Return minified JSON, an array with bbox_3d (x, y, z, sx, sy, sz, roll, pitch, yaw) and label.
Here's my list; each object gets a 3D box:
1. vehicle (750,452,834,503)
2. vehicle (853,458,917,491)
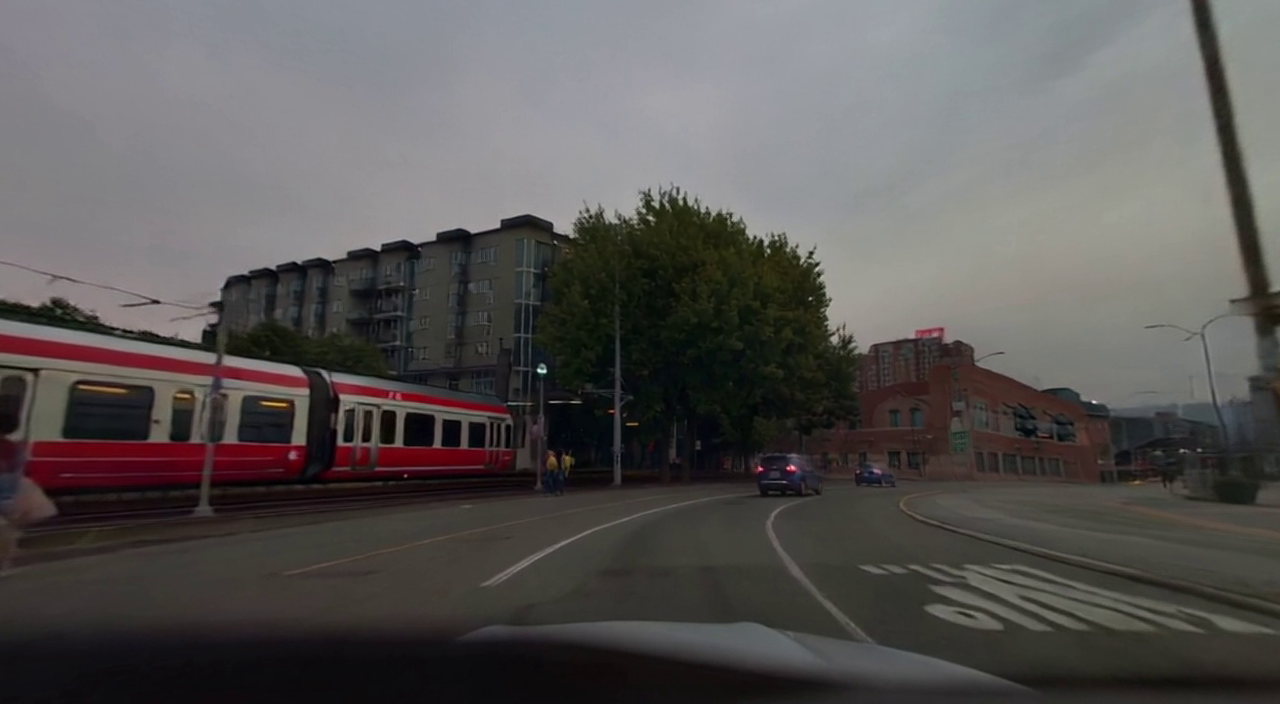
[{"bbox_3d":[6.104,4.886,25.083,2.263,1.765,4.237,-4,-10,27],"label":"vehicle"},{"bbox_3d":[14.517,7.179,37.375,2.010,1.725,4.320,-8,-12,42],"label":"vehicle"}]
